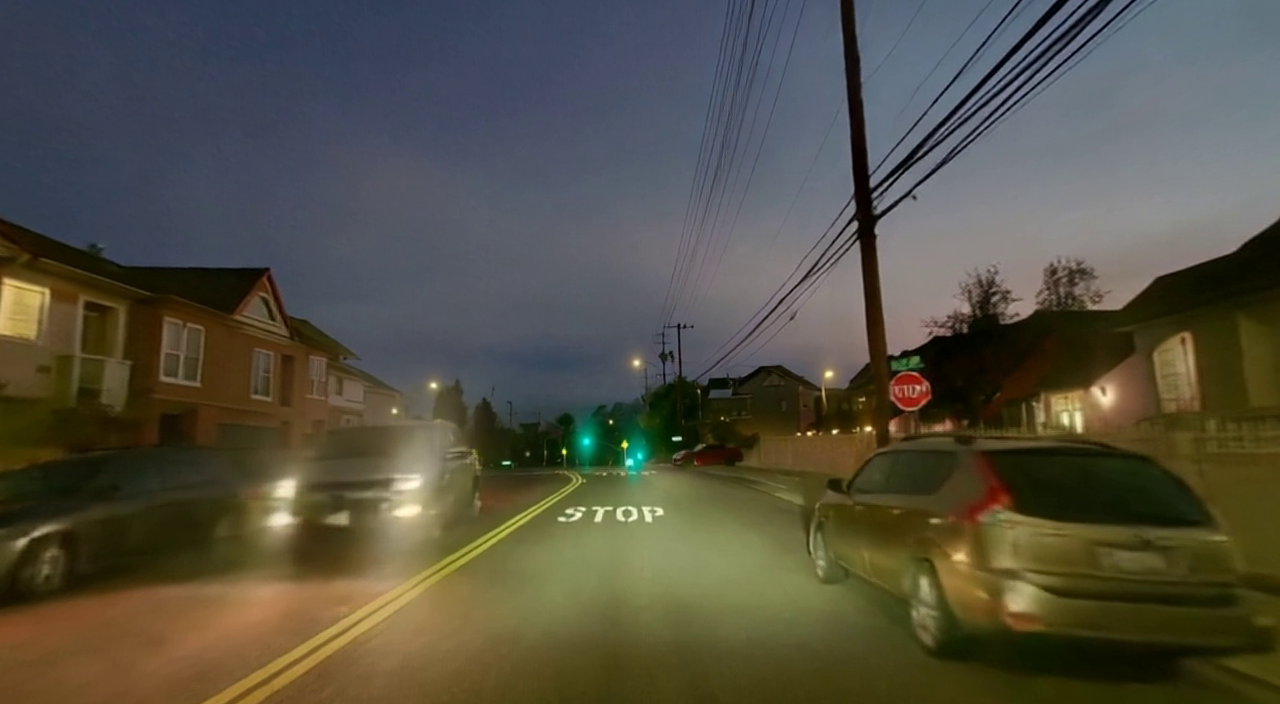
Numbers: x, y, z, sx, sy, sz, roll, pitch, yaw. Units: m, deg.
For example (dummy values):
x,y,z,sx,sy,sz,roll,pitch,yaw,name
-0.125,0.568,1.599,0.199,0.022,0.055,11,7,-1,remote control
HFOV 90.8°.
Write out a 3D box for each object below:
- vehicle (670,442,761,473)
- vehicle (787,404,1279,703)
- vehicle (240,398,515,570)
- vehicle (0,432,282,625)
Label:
x,y,z,sx,sy,sz,roll,pitch,yaw,name
5.027,7.069,42.322,5.578,1.842,2.300,4,-10,-12,vehicle
2.729,1.325,4.961,2.080,1.531,4.415,0,-9,0,vehicle
-3.488,1.858,9.636,2.277,1.970,4.512,0,-9,-1,vehicle
-6.841,1.900,7.718,2.156,1.728,4.619,-2,-8,2,vehicle
